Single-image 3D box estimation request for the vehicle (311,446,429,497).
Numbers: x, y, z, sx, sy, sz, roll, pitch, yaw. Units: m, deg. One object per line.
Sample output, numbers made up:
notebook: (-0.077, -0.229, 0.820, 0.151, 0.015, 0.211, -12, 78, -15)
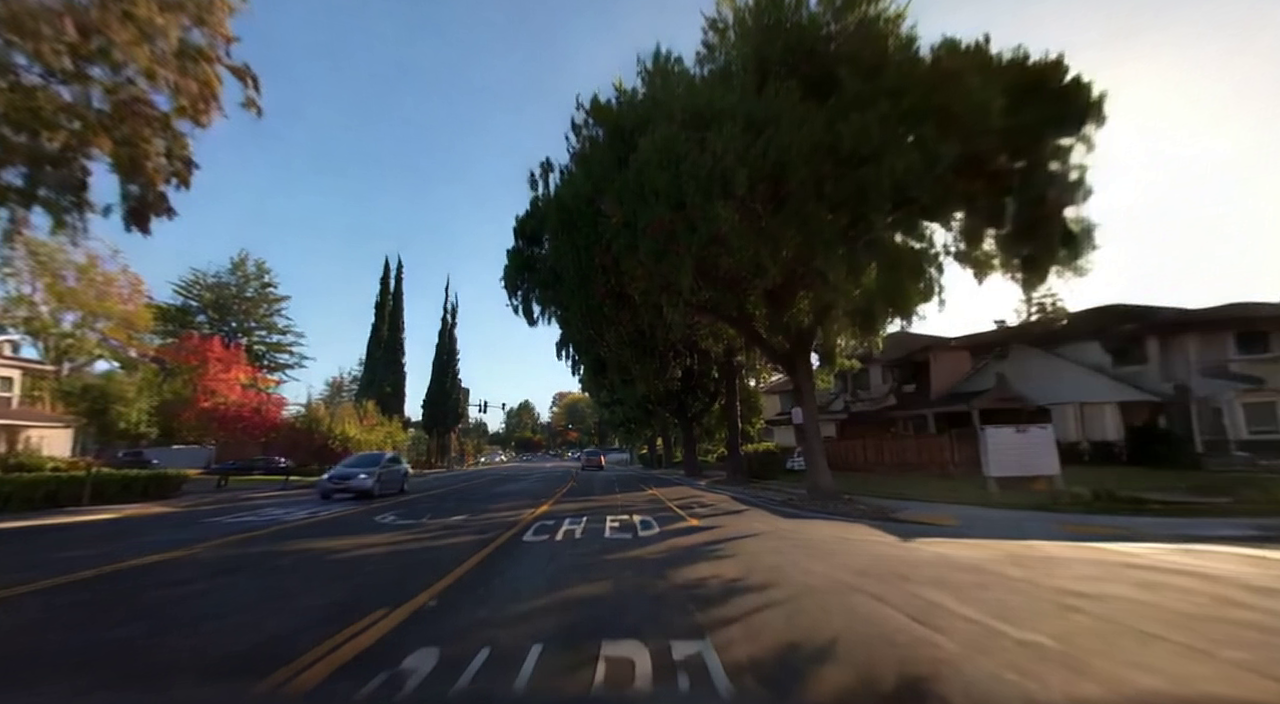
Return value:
vehicle: (-10.094, 4.464, 24.091, 2.053, 1.727, 4.651, -1, -8, 6)
